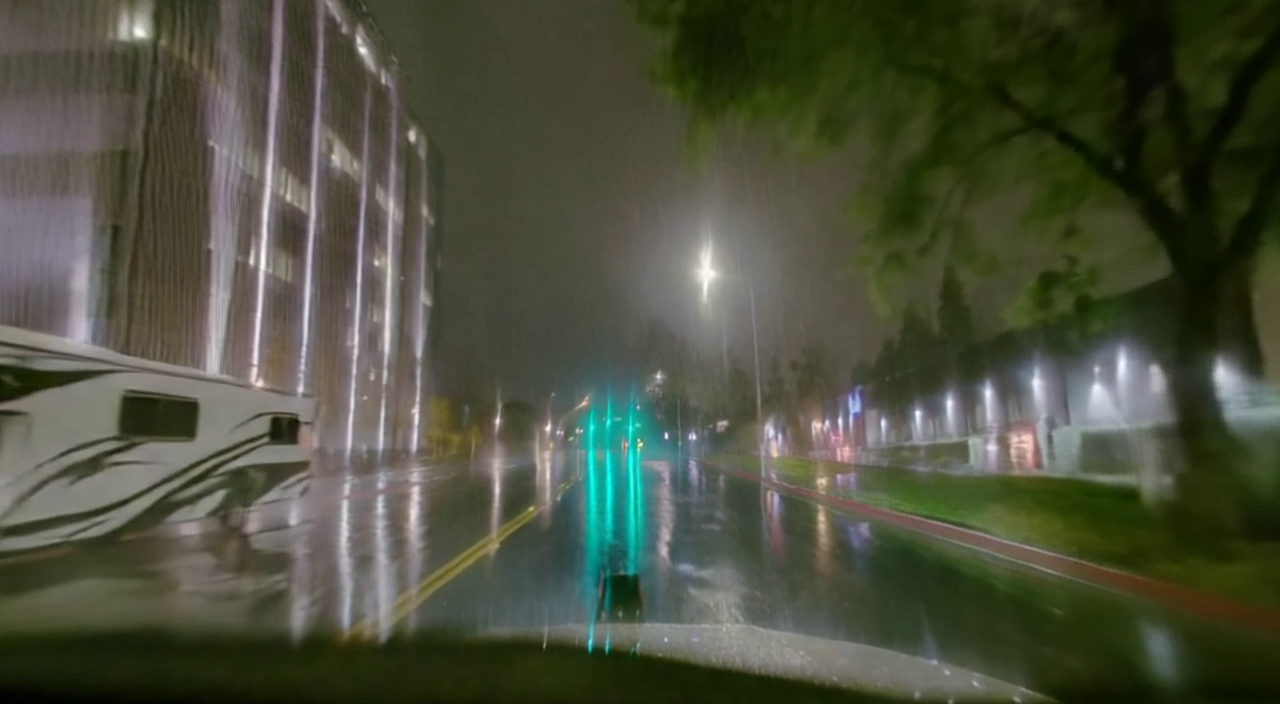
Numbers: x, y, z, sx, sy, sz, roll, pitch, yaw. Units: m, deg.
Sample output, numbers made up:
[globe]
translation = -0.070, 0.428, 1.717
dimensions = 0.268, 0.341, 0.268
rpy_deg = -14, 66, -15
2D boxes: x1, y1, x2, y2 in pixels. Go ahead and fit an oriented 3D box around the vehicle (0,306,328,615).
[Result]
[vehicle]
translation = -7.435, 1.274, 7.963
dimensions = 3.108, 2.771, 7.999
rpy_deg = 1, -8, -2
